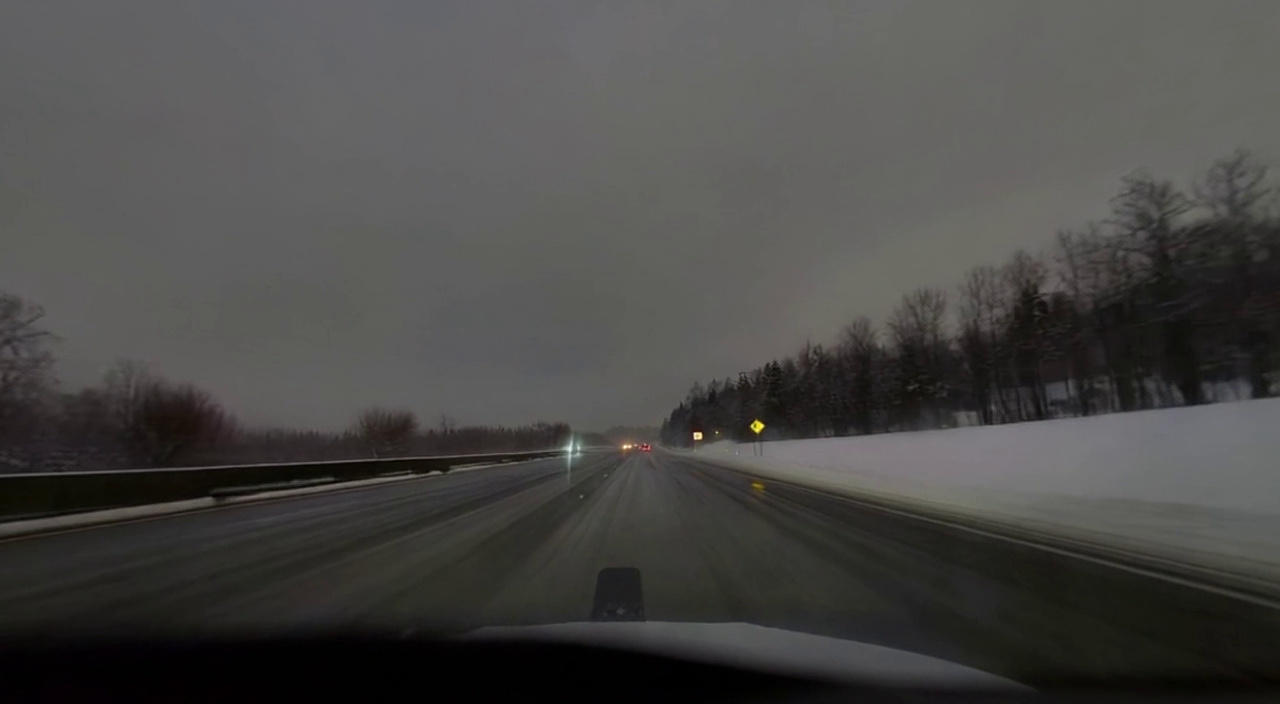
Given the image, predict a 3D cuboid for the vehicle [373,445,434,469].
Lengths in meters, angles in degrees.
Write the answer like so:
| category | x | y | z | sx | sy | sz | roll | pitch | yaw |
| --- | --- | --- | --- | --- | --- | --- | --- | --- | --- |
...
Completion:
| category | x | y | z | sx | sy | sz | roll | pitch | yaw |
| --- | --- | --- | --- | --- | --- | --- | --- | --- | --- |
| vehicle | -15.671 | 7.003 | 42.112 | 2.250 | 1.492 | 4.731 | 0 | -9 | 0 |
